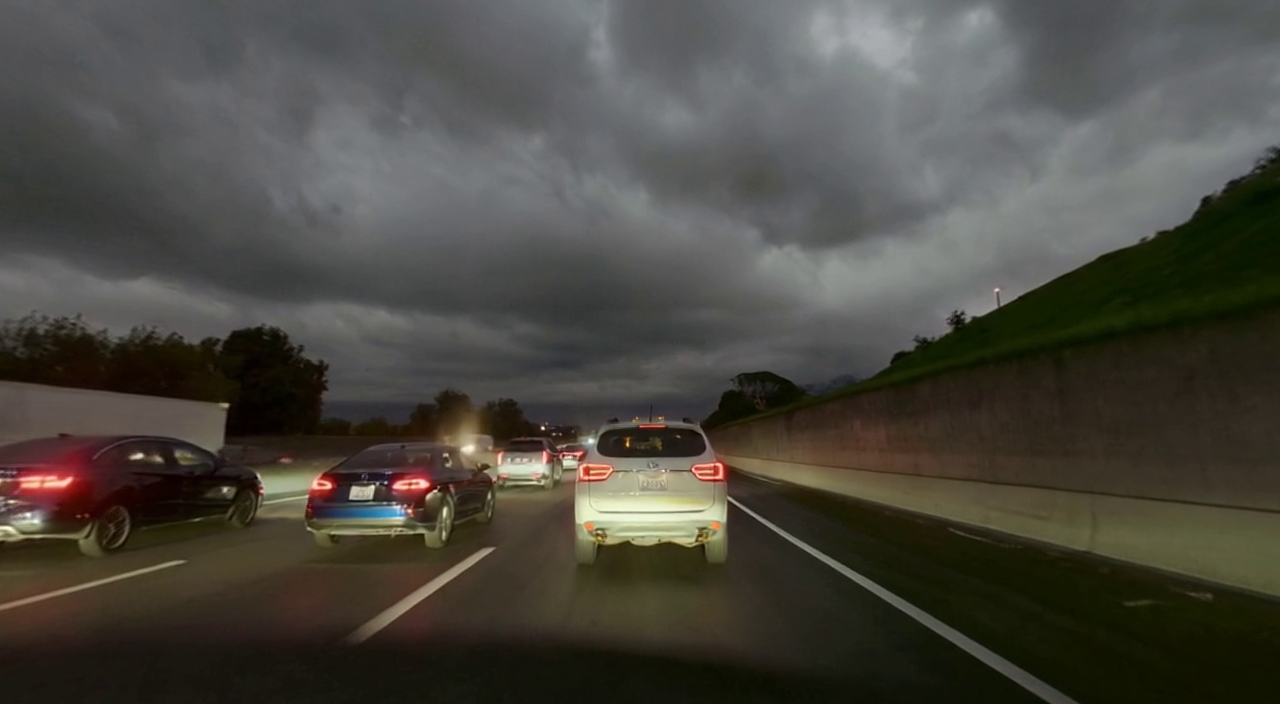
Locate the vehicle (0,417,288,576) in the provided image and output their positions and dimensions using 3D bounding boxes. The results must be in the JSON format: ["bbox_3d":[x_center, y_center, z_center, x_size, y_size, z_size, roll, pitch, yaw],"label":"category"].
[{"bbox_3d":[-7.467,1.929,9.187,1.986,1.700,4.558,0,-9,1],"label":"vehicle"}]

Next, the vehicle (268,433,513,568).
[{"bbox_3d":[-3.243,2.005,9.203,1.917,1.506,3.949,0,-9,1],"label":"vehicle"}]

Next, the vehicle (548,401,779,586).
[{"bbox_3d":[0.185,1.772,8.806,2.210,1.760,5.303,0,-9,-1],"label":"vehicle"}]
